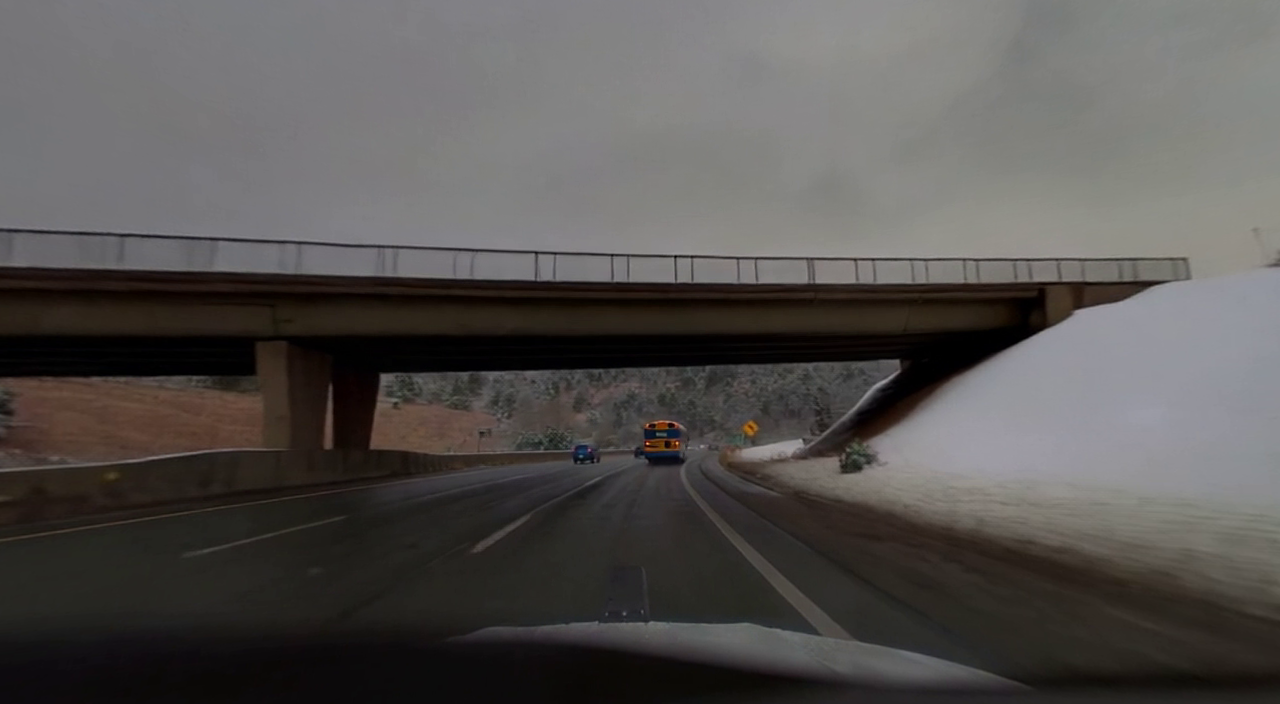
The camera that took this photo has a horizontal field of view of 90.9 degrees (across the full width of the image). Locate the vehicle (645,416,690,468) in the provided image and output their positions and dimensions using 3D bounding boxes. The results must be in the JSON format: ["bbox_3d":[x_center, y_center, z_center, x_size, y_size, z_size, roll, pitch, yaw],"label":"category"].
[{"bbox_3d":[2.090,6.634,46.305,2.945,3.295,10.406,-1,-8,3],"label":"vehicle"}]
